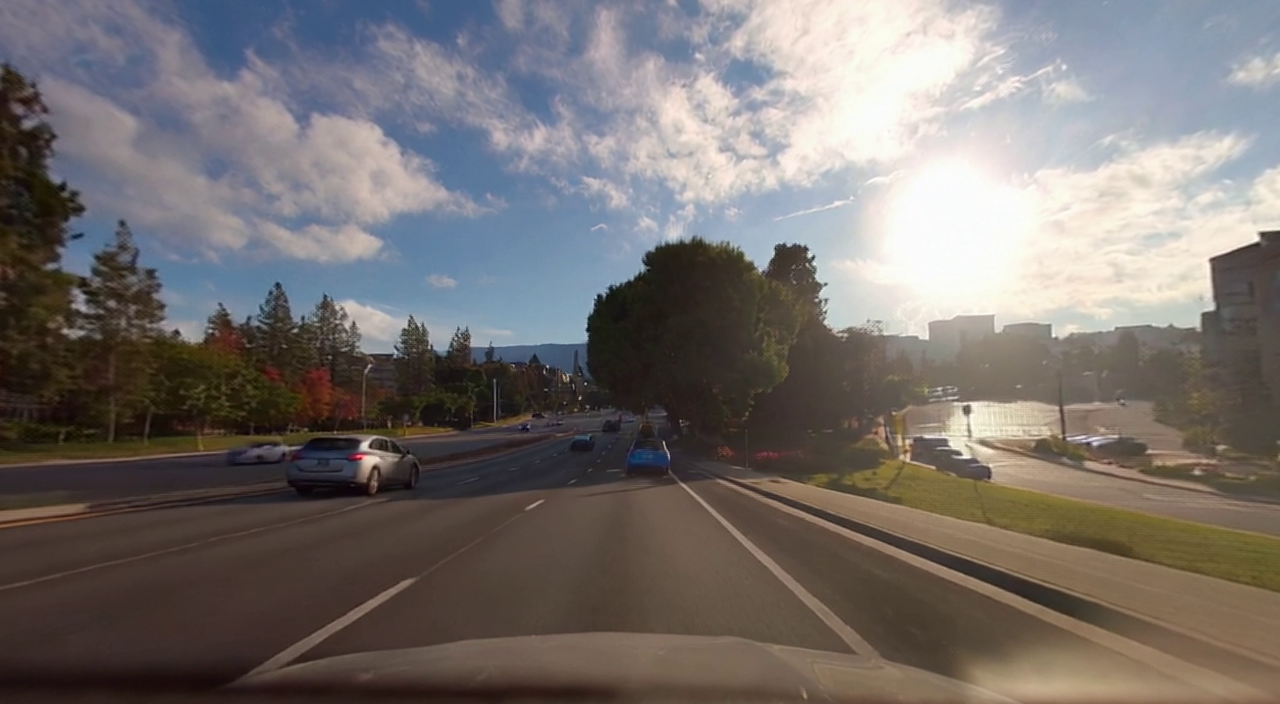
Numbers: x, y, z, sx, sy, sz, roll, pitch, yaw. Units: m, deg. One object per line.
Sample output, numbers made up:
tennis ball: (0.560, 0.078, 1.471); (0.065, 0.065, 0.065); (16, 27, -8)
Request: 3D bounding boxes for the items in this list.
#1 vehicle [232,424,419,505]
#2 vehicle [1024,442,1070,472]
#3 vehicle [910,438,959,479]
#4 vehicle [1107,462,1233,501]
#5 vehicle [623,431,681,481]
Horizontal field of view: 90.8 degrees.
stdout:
vehicle: (-7.472, 2.726, 15.776); (1.997, 1.650, 5.090); (0, -8, 1)
vehicle: (29.332, 7.535, 45.640); (2.059, 1.942, 4.496); (-5, -9, 25)
vehicle: (18.102, 6.489, 39.029); (1.849, 1.958, 4.453); (-2, -3, 14)
vehicle: (25.797, 6.276, 30.990); (1.862, 1.481, 4.503); (0, -7, -9)
vehicle: (0.459, 4.171, 25.535); (2.125, 1.830, 4.370); (0, -8, 0)
